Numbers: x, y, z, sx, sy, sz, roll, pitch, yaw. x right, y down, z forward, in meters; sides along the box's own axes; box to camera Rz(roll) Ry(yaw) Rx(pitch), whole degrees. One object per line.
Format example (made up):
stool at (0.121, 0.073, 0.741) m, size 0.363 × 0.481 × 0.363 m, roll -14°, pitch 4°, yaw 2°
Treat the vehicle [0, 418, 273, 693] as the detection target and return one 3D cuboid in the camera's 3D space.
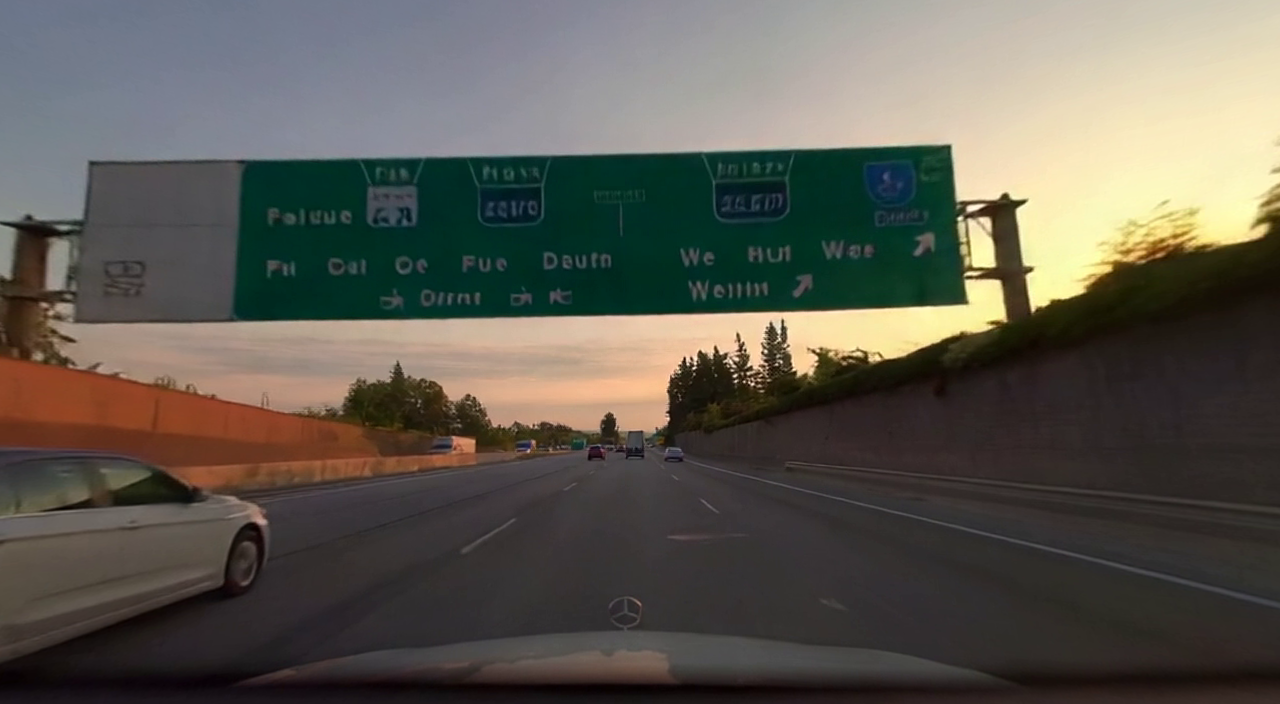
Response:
vehicle at (-4.478, 1.121, 3.526) m, size 2.016 × 1.470 × 4.691 m, roll 0°, pitch -9°, yaw 0°
